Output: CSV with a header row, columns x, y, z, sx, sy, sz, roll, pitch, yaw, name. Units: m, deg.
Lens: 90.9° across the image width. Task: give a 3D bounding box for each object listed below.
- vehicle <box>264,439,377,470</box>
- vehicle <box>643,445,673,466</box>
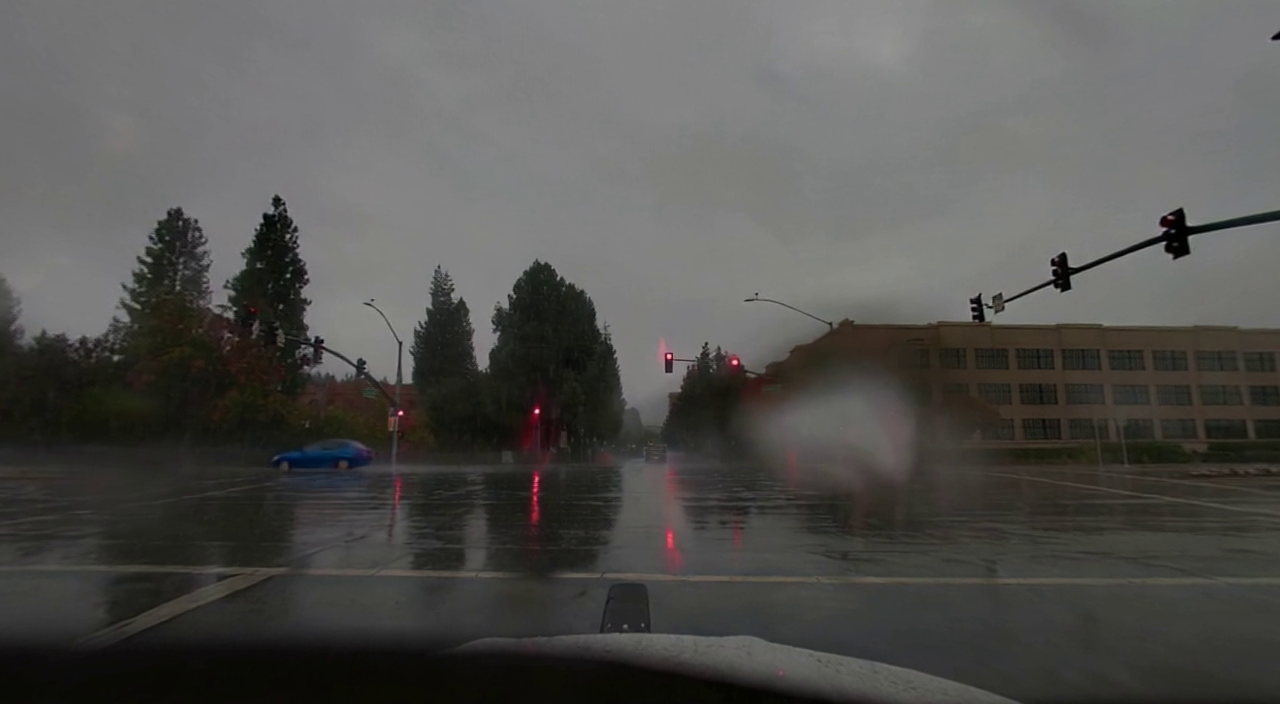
x,y,z,sx,sy,sz,roll,pitch,yaw,name
-15.973,5.154,31.664,4.681,1.465,1.820,0,-9,1,vehicle
1.280,7.633,46.465,2.132,1.449,4.235,0,-9,0,vehicle
